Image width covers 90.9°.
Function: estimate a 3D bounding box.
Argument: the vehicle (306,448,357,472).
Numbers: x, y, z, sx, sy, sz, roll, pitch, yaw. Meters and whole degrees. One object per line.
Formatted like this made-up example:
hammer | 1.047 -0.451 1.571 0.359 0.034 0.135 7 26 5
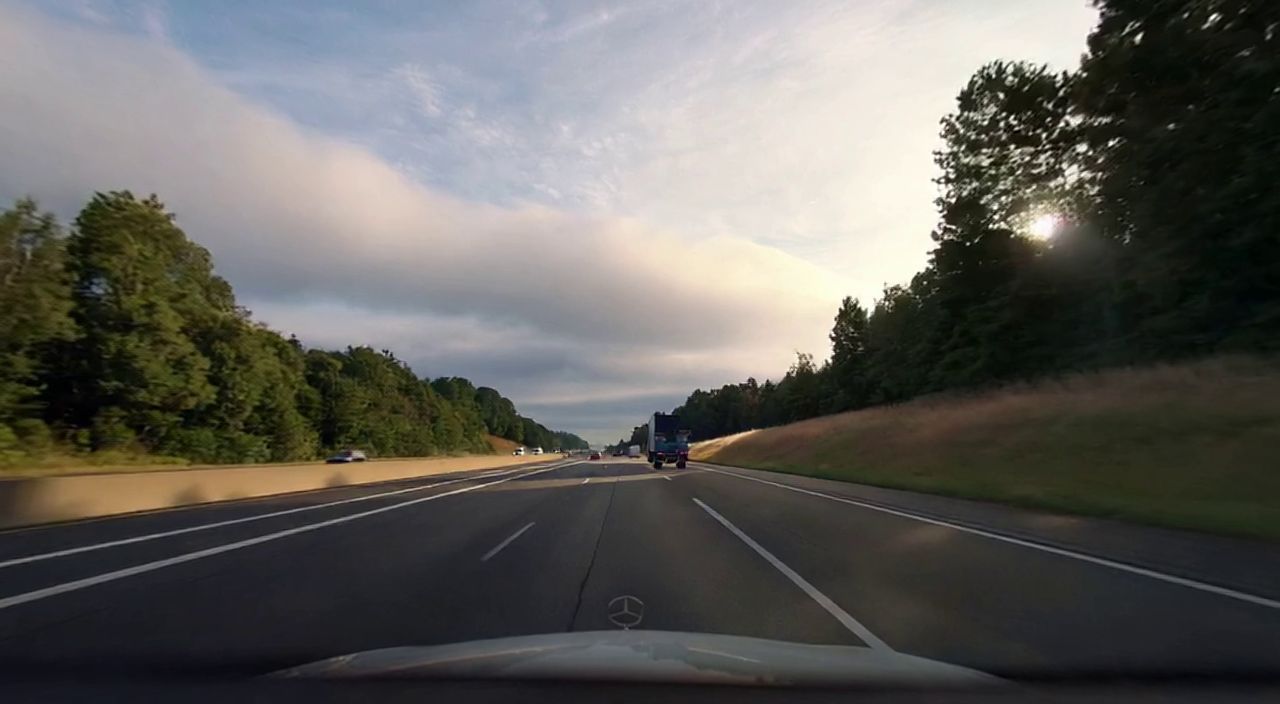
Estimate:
vehicle | -20.157 7.029 41.290 1.636 1.467 3.540 0 -9 -2
